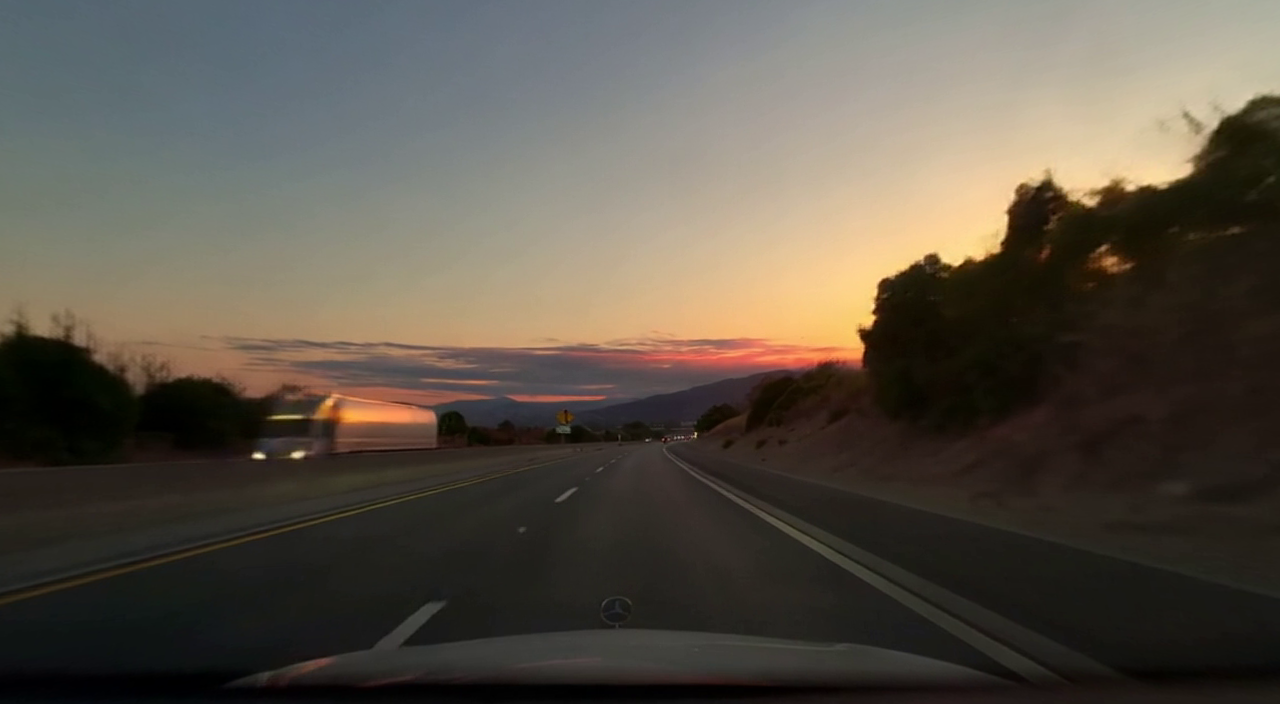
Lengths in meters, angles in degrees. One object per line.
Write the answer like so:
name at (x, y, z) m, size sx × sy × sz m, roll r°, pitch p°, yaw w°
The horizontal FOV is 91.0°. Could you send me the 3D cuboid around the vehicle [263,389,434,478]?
vehicle at (-15.831, 4.775, 36.291) m, size 3.282 × 4.100 × 13.995 m, roll 0°, pitch -8°, yaw 0°
